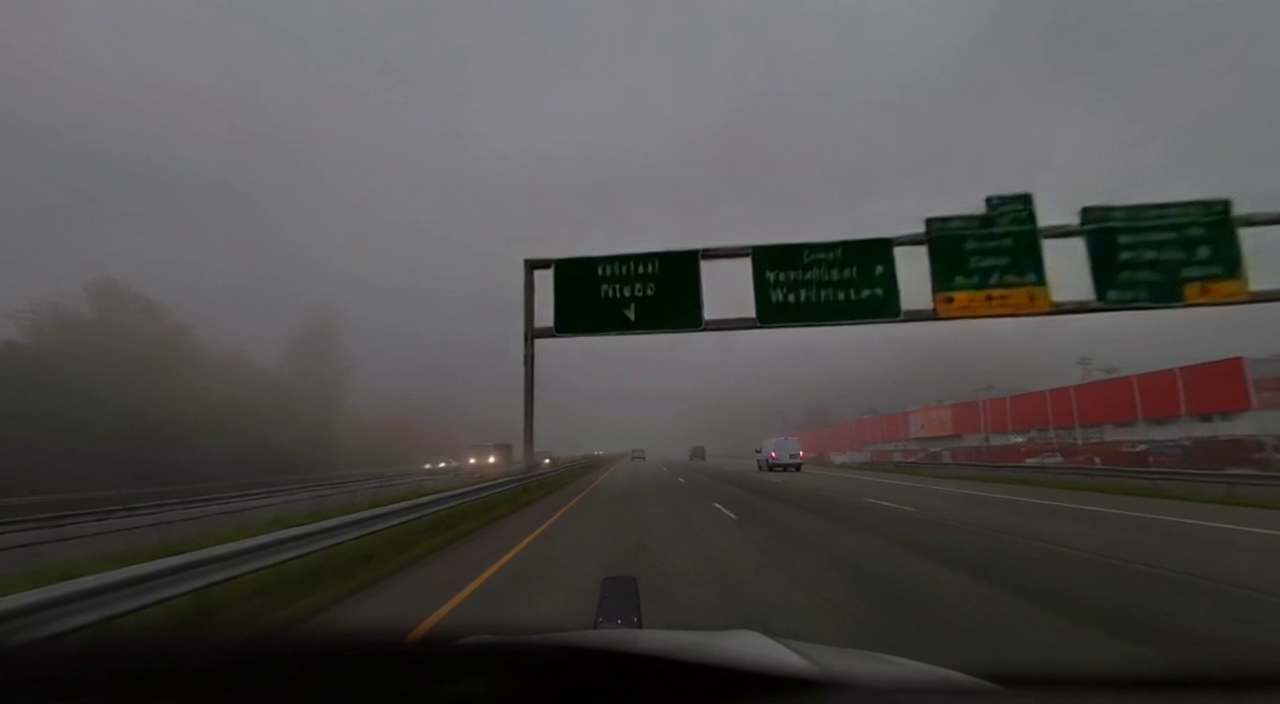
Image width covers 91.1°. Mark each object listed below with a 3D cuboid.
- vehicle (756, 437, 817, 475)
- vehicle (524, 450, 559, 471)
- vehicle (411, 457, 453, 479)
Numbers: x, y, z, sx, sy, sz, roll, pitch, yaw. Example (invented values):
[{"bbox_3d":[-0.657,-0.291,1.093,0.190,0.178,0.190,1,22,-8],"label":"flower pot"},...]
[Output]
[{"bbox_3d":[8.017,5.757,34.980,2.156,1.943,5.010,0,-9,0],"label":"vehicle"},{"bbox_3d":[-7.545,8.351,48.690,1.971,1.520,4.310,-1,-9,1],"label":"vehicle"},{"bbox_3d":[-15.931,8.874,48.347,1.862,1.517,4.136,0,-9,0],"label":"vehicle"}]
